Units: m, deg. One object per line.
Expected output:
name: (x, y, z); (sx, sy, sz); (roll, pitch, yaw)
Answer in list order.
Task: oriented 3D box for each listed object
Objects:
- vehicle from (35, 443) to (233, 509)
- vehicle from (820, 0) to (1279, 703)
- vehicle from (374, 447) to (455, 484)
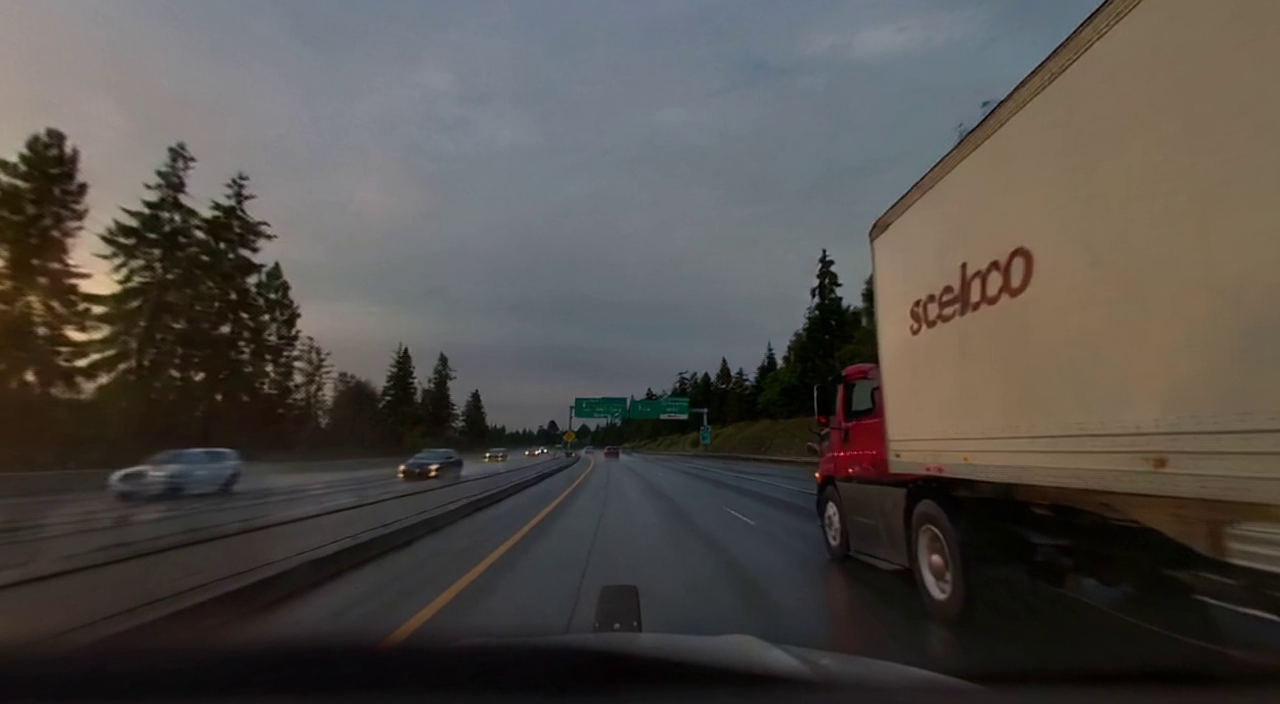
vehicle: (-14.097, 3.434, 17.913); (1.928, 1.599, 4.549); (0, -9, -2)
vehicle: (4.329, -0.094, 4.128); (3.016, 3.971, 10.405); (0, -9, -1)
vehicle: (-10.009, 5.037, 28.234); (1.977, 1.511, 4.668); (0, -9, -1)
